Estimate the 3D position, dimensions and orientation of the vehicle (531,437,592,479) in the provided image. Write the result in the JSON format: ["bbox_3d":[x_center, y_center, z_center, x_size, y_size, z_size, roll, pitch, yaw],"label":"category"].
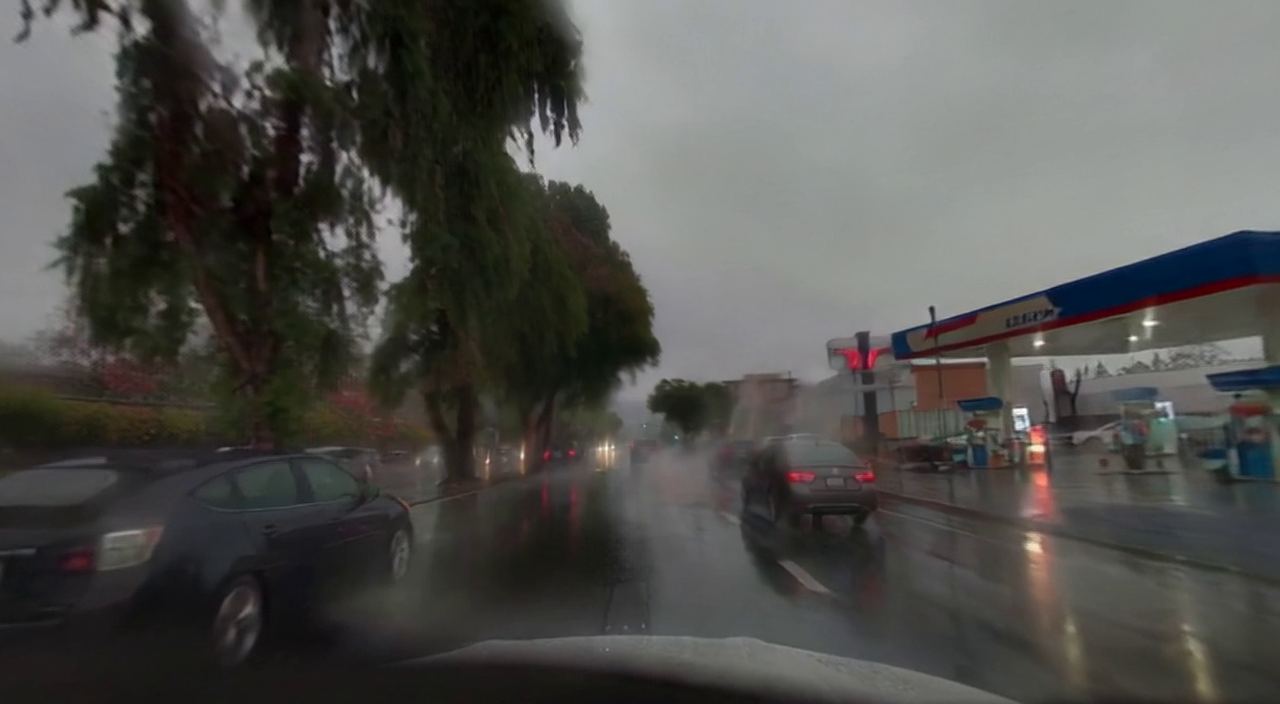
[{"bbox_3d":[-3.241,4.444,26.690,1.988,1.645,3.995,0,-8,1],"label":"vehicle"}]

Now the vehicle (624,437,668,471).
[{"bbox_3d":[0.309,5.467,33.965,2.192,1.674,4.124,0,-8,0],"label":"vehicle"}]

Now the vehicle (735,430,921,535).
[{"bbox_3d":[3.075,2.231,11.460,1.919,1.502,4.572,0,-8,-1],"label":"vehicle"}]

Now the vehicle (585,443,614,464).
[{"bbox_3d":[-3.045,7.669,47.825,1.901,1.483,4.372,0,-8,0],"label":"vehicle"}]

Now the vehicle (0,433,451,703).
[{"bbox_3d":[-3.230,1.374,5.034,2.013,1.354,4.393,0,-8,1],"label":"vehicle"}]

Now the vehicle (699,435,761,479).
[{"bbox_3d":[3.842,4.554,27.613,1.980,1.709,4.813,0,-8,0],"label":"vehicle"}]

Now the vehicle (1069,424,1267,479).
[{"bbox_3d":[17.249,3.291,21.036,1.860,1.587,4.949,1,-8,-9],"label":"vehicle"}]
